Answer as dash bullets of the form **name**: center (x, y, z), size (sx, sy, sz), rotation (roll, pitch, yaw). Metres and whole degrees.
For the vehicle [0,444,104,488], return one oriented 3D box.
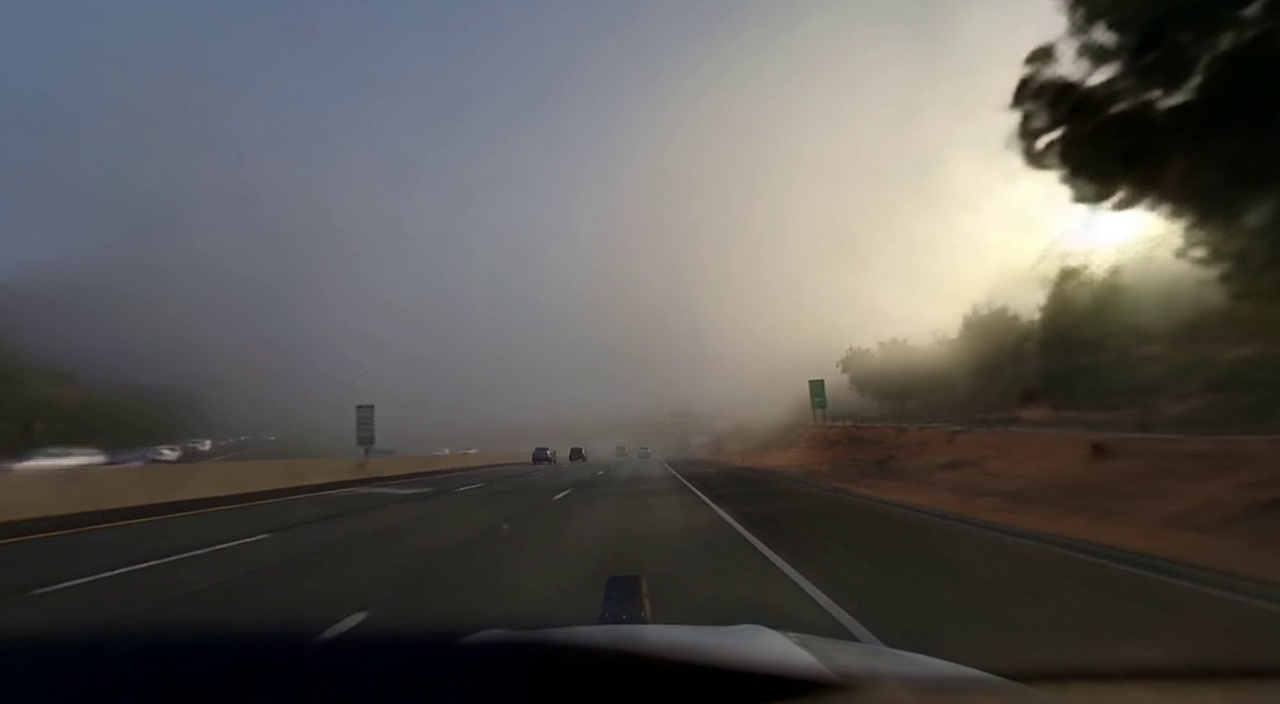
- **vehicle**: center (-20.615, 3.852, 21.595), size (1.569, 1.354, 3.241), rotation (0, -8, 1)
